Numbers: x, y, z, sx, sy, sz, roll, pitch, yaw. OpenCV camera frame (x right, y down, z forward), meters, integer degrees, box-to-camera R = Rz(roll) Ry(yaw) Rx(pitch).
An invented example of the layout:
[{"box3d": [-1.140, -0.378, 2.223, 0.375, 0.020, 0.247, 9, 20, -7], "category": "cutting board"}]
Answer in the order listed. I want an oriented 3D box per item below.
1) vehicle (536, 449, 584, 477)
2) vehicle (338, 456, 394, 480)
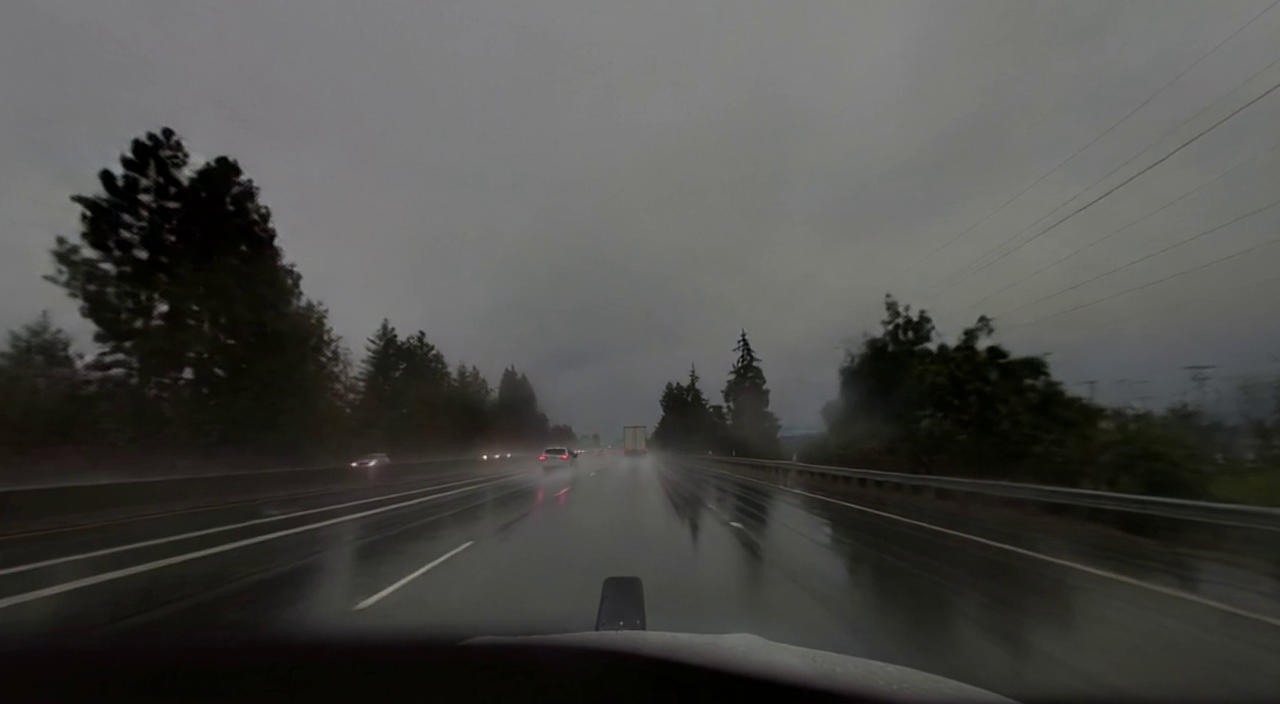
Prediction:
[{"box3d": [-4.429, 6.215, 35.533, 2.106, 1.445, 4.404, 0, -9, 0], "category": "vehicle"}, {"box3d": [-18.102, 7.649, 41.826, 1.830, 1.469, 4.110, 0, -9, 0], "category": "vehicle"}]
